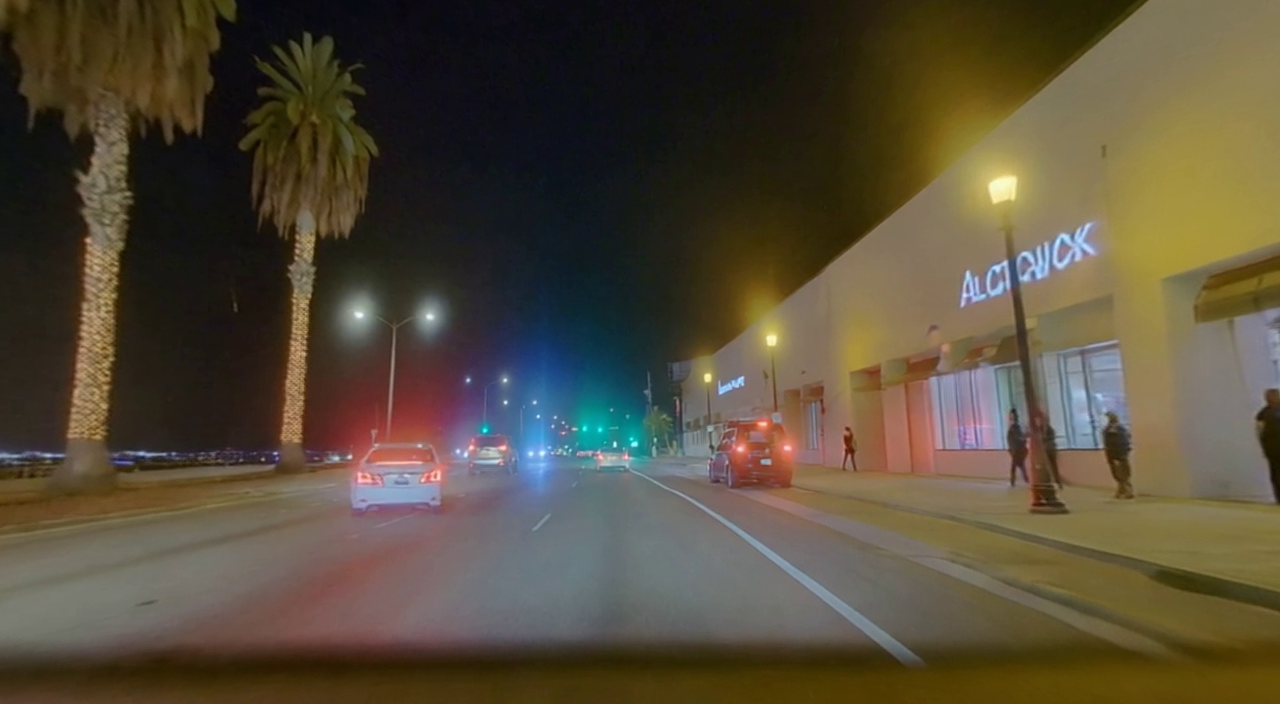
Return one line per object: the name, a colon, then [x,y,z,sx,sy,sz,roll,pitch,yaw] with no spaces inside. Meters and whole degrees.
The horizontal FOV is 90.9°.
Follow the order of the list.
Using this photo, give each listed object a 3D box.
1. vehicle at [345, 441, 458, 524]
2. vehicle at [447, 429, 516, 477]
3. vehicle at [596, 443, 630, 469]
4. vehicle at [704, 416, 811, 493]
vehicle: [-5.257,2.756,14.024,1.930,1.477,4.657,3,-9,-20]
vehicle: [-7.415,4.801,30.094,2.164,2.047,5.455,0,-9,-3]
vehicle: [-1.740,6.471,39.348,1.972,1.473,4.000,0,-9,-4]
vehicle: [3.601,3.281,20.479,2.126,2.167,5.098,0,-9,-4]
